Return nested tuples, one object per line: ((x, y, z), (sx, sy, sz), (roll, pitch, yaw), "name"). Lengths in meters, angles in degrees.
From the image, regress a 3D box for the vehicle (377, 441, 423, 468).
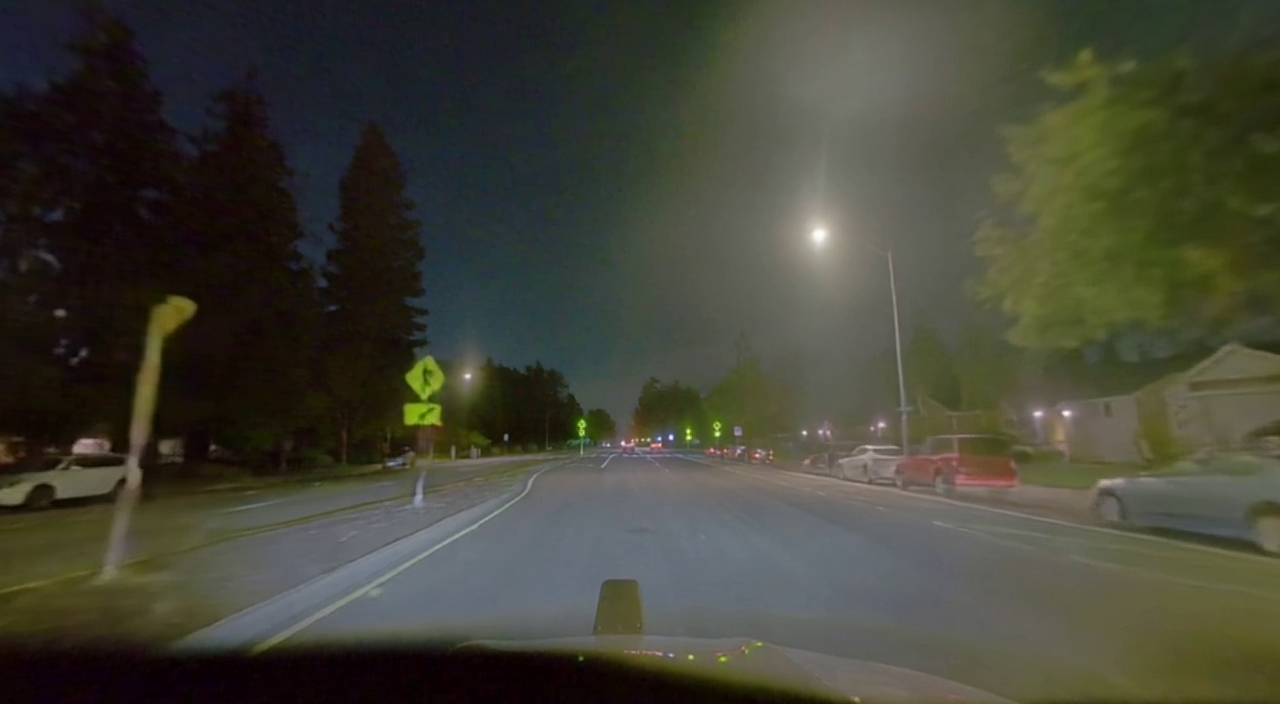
((-18.863, 8.025, 49.851), (1.994, 1.874, 4.502), (-3, -8, -1), "vehicle")

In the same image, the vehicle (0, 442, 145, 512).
((-17.947, 3.688, 19.026), (2.016, 1.755, 5.389), (-3, -8, -3), "vehicle")

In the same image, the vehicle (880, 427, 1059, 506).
((8.638, 3.037, 17.257), (2.100, 1.821, 4.991), (0, -8, -1), "vehicle")

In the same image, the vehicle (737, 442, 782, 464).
((8.230, 6.988, 43.830), (1.925, 1.454, 4.493), (0, -8, -5), "vehicle")
